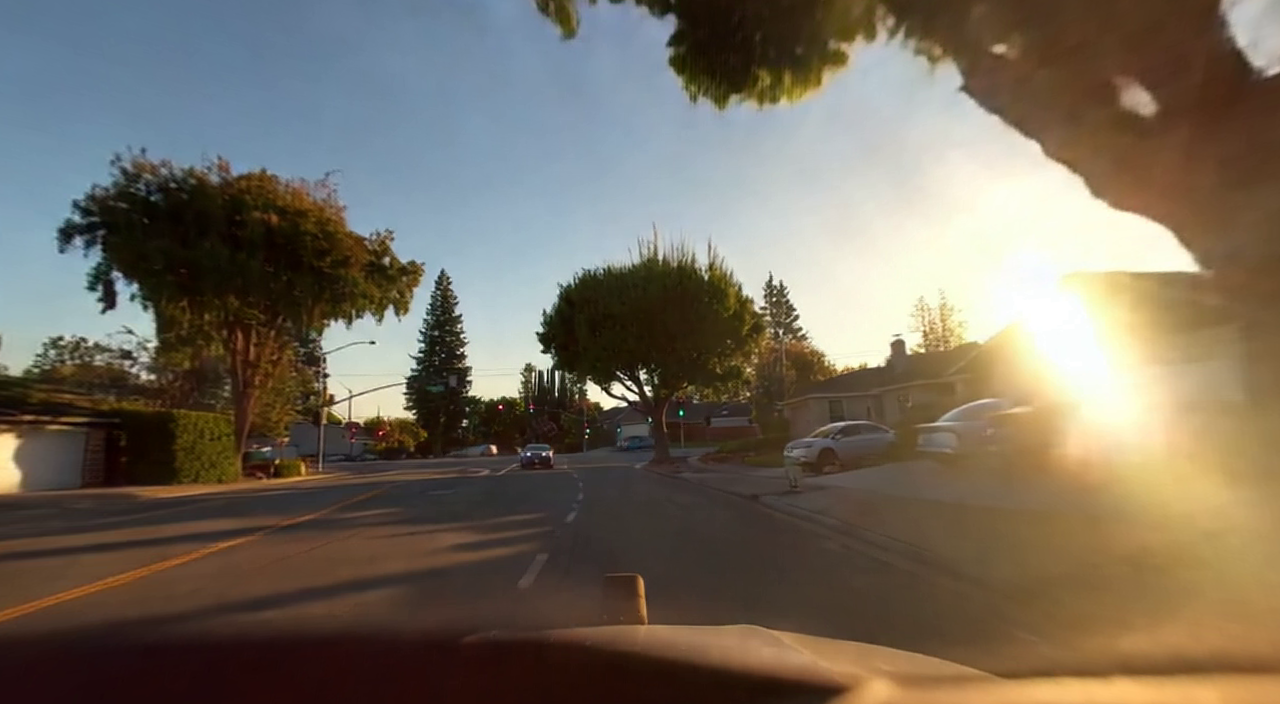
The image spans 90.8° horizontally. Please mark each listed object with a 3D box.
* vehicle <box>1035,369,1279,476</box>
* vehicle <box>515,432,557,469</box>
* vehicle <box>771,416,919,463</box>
[{"bbox_3d":[9.697,1.224,10.820,4.590,1.648,1.876,0,-8,-3],"label":"vehicle"},{"bbox_3d":[-5.461,5.212,33.582,2.041,1.834,4.679,1,-8,-8],"label":"vehicle"},{"bbox_3d":[7.374,3.191,23.008,4.663,1.618,1.962,1,-8,-7],"label":"vehicle"}]
